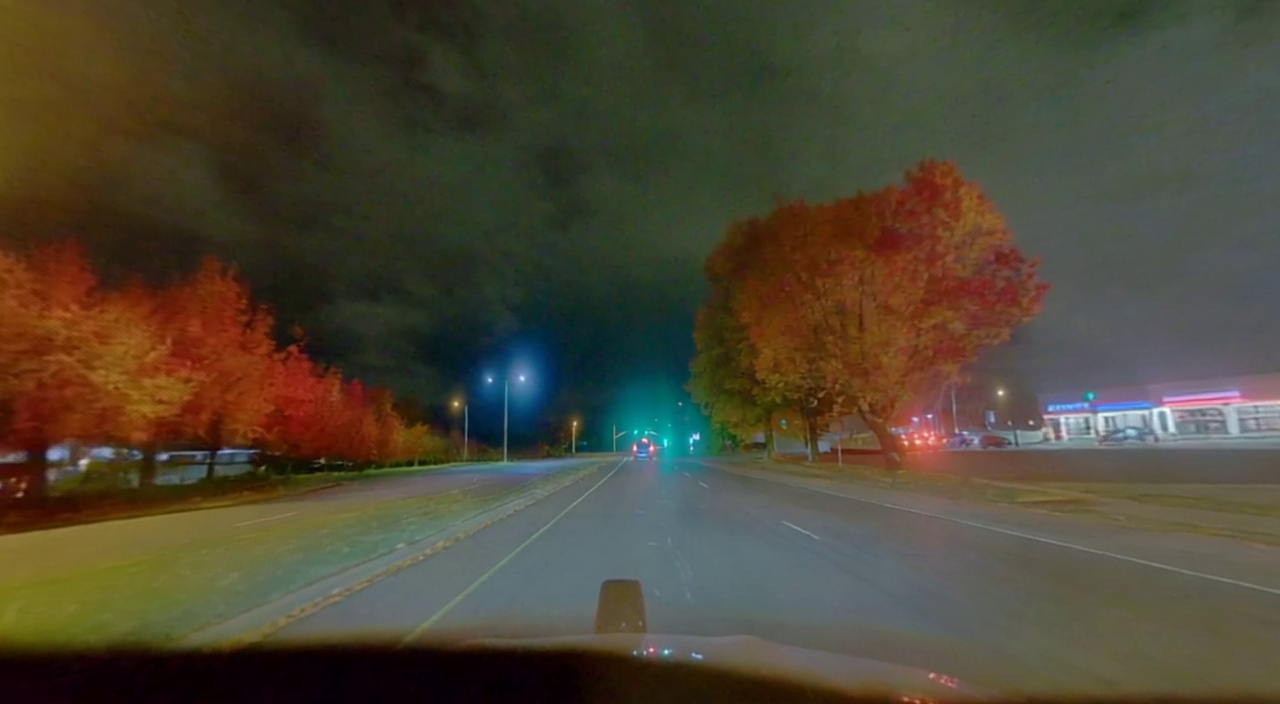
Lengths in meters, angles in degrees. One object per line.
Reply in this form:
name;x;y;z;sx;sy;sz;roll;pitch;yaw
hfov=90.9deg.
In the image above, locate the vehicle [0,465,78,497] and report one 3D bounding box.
vehicle;-34.115;7.155;35.191;1.784;1.536;3.893;0;-8;3
